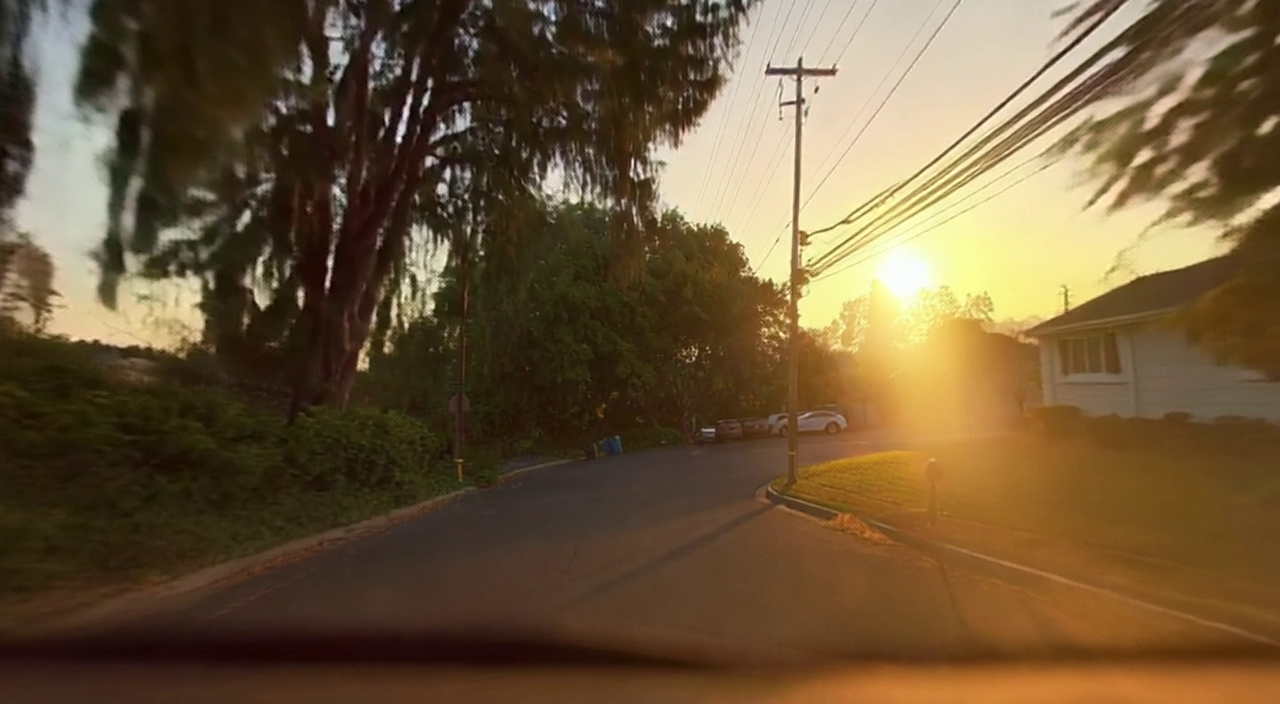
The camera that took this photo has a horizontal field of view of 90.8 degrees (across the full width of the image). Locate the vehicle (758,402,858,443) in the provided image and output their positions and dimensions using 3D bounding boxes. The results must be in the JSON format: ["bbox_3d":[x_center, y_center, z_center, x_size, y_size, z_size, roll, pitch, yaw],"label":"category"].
[{"bbox_3d":[8.726,3.714,32.801,4.780,1.984,1.896,3,-9,-22],"label":"vehicle"}]
